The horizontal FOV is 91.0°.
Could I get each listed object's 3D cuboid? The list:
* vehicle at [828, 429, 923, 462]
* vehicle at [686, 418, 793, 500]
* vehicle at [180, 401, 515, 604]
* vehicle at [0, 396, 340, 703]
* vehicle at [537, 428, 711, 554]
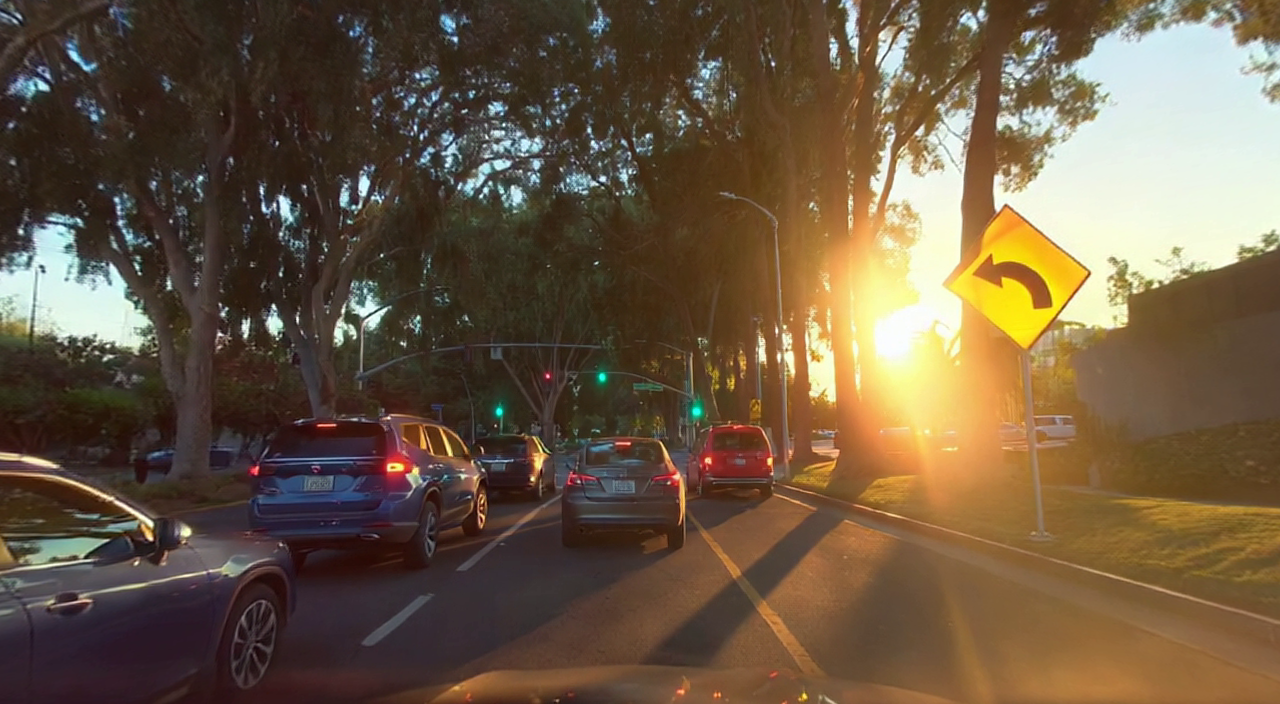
[{"bbox_3d":[11.398,4.561,30.688,3.883,1.534,1.779,0,-8,2],"label":"vehicle"},{"bbox_3d":[2.468,2.810,16.873,2.059,1.864,4.541,0,-8,-1],"label":"vehicle"},{"bbox_3d":[-2.886,1.577,7.448,1.964,1.712,4.097,0,-8,0],"label":"vehicle"},{"bbox_3d":[-2.938,0.841,1.621,1.974,1.484,4.716,0,-8,0],"label":"vehicle"},{"bbox_3d":[-0.242,1.918,9.346,2.025,1.453,3.848,0,-8,-2],"label":"vehicle"}]
